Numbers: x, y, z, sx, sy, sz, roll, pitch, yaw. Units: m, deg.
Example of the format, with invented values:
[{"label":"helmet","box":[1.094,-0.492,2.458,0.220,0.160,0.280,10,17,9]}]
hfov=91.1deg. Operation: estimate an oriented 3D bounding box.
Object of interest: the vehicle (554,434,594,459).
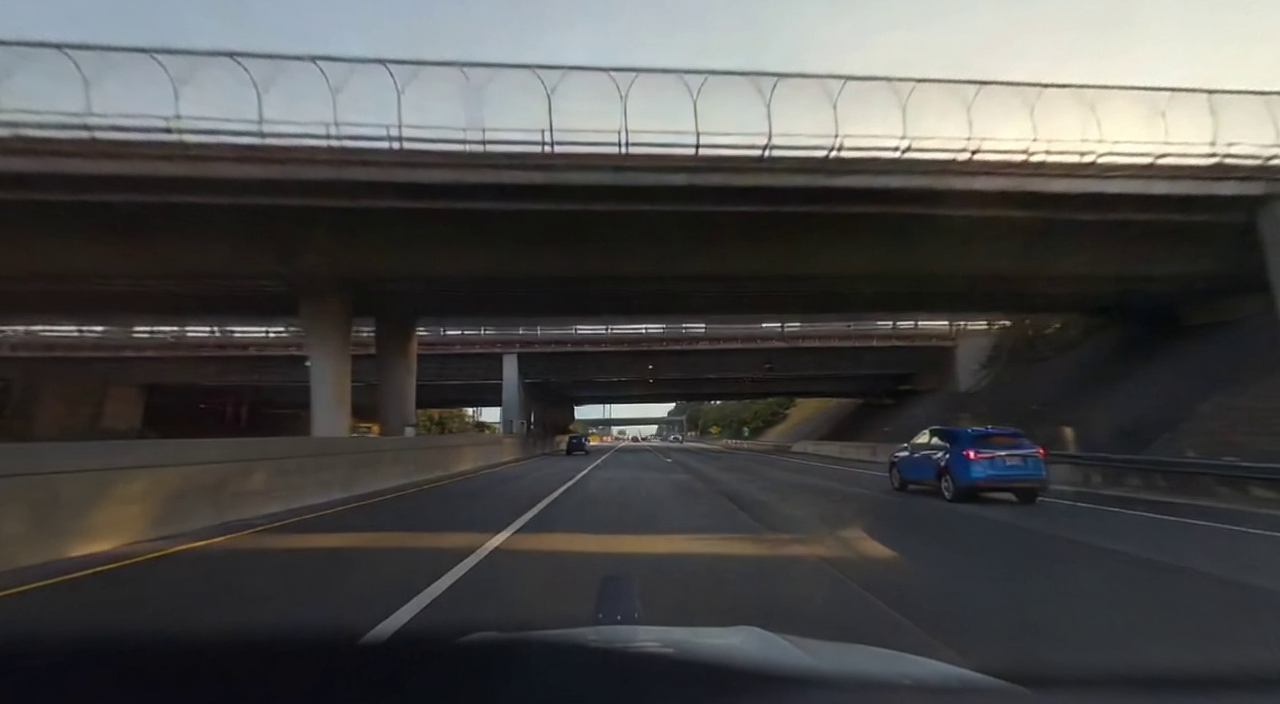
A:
[{"label":"vehicle","box":[-4.026,5.829,38.991,2.032,1.465,4.316,0,-8,-1]}]

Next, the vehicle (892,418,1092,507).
[{"label":"vehicle","box":[7.265,2.295,13.548,1.956,1.634,3.935,0,-8,-1]}]

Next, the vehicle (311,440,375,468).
[{"label":"vehicle","box":[-17.577,6.029,37.406,1.796,1.493,4.183,0,-8,-1]}]
